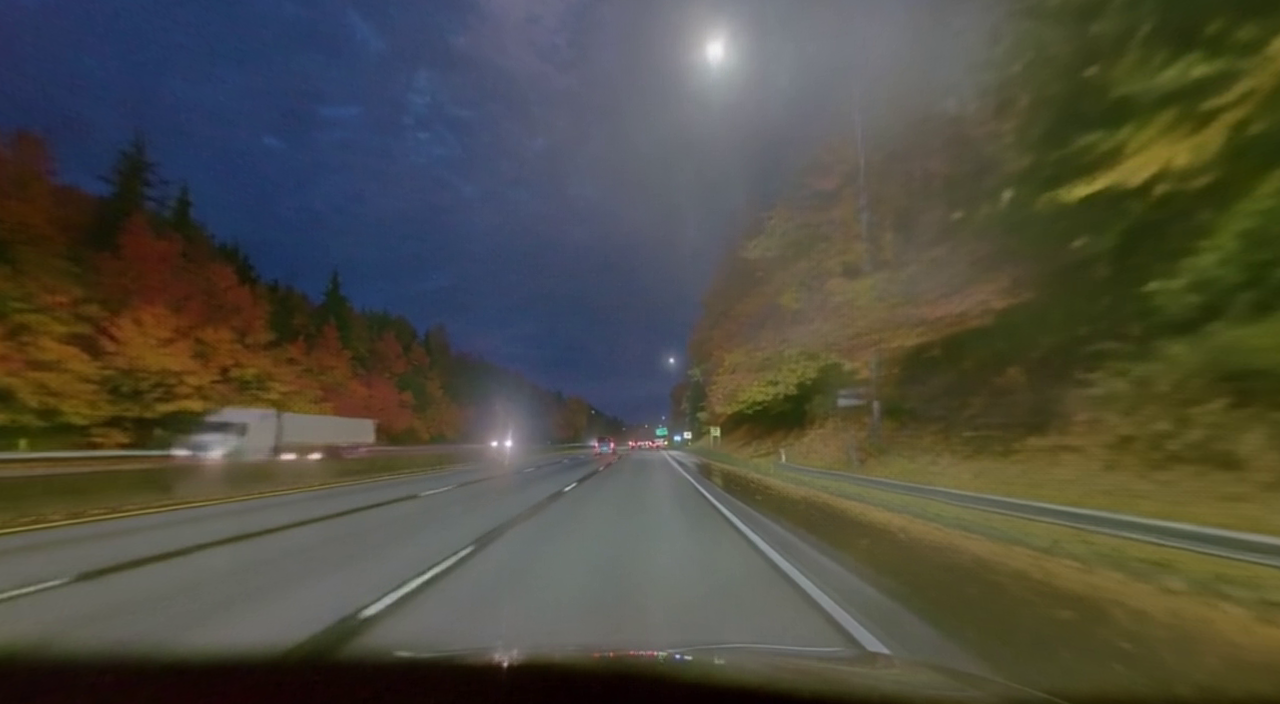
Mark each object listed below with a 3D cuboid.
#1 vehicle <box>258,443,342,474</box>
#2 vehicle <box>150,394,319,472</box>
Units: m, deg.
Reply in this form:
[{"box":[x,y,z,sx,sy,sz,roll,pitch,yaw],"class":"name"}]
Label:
[{"box":[-18.240,5.708,34.000,1.878,1.520,4.582,0,-8,2],"class":"vehicle"},{"box":[-23.021,4.786,36.741,2.976,3.894,9.880,0,-8,1],"class":"vehicle"}]
